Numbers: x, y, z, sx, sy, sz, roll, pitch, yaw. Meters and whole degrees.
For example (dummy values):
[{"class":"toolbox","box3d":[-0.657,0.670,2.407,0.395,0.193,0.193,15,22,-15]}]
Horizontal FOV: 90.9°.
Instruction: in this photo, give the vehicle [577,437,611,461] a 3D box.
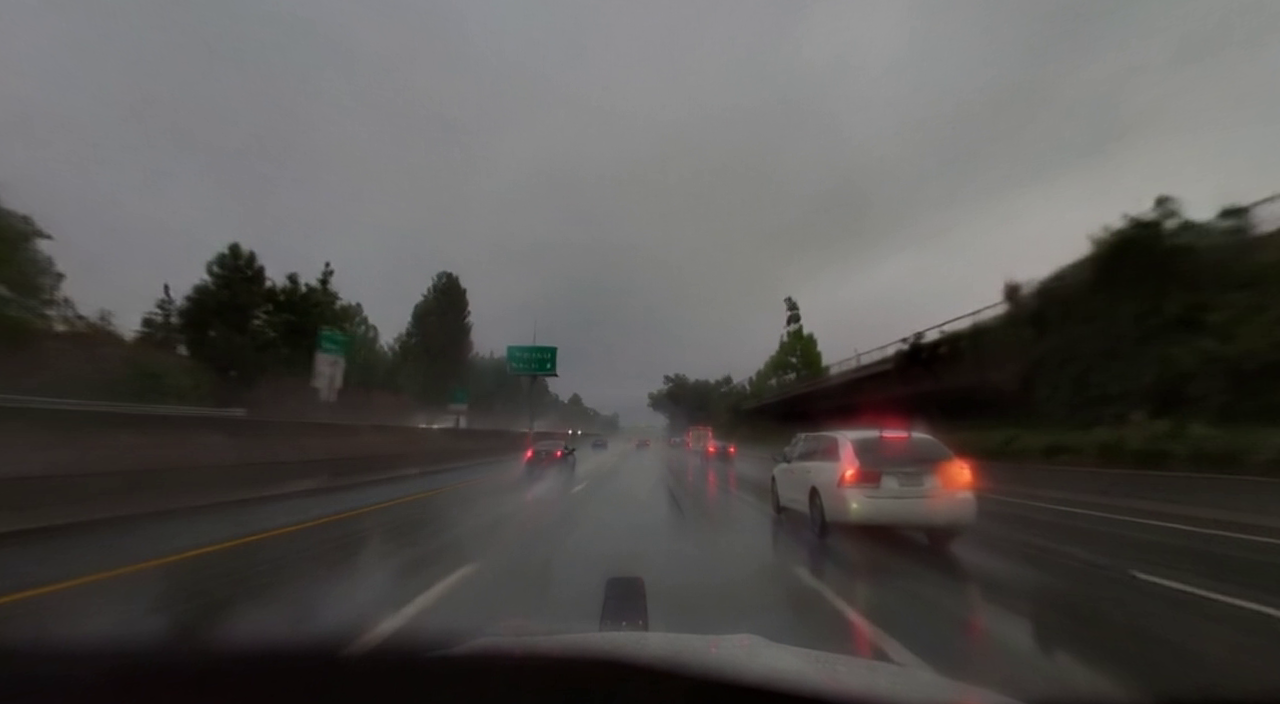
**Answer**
[{"class":"vehicle","box3d":[-3.256,6.961,45.451,2.020,1.628,4.248,0,-8,2]}]

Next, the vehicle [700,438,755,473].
[{"class":"vehicle","box3d":[3.995,4.816,29.491,1.953,1.480,4.053,0,-8,-1]}]

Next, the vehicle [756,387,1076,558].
[{"class":"vehicle","box3d":[3.646,1.777,9.997,2.517,1.935,5.552,0,-9,0]}]

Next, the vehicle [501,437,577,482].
[{"class":"vehicle","box3d":[-3.558,3.867,22.963,1.978,1.473,4.073,0,-8,2]}]
